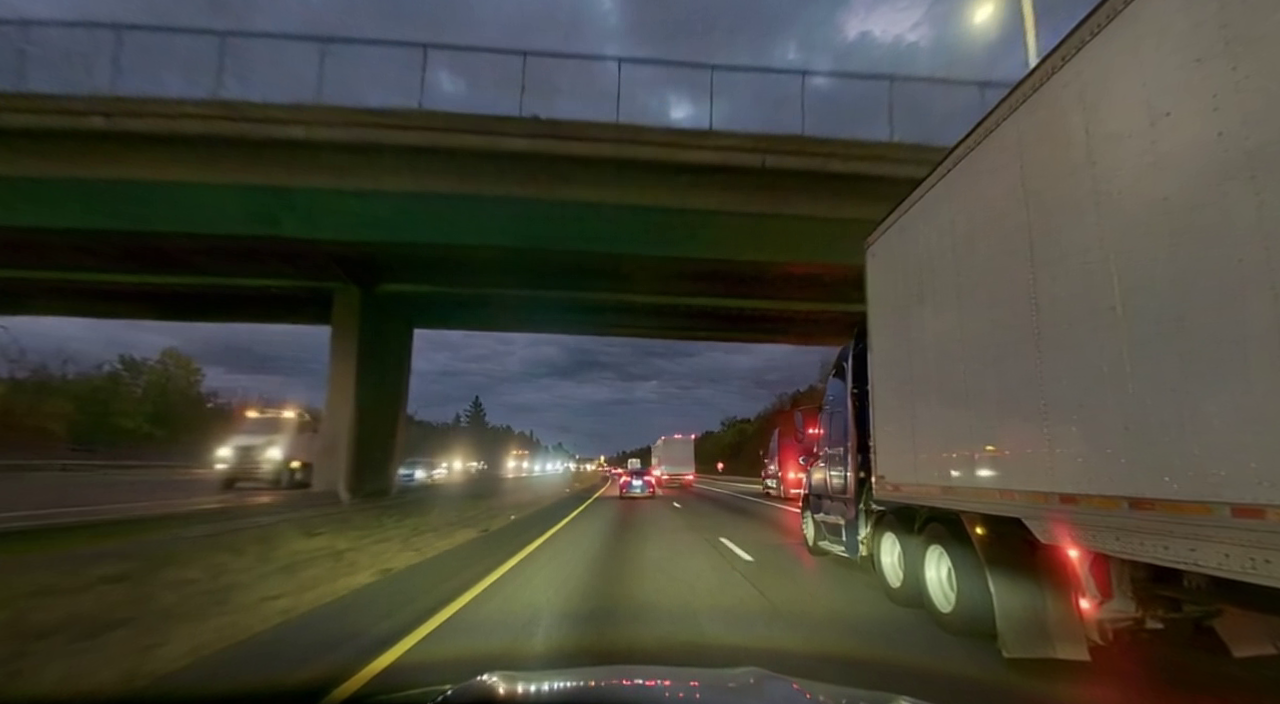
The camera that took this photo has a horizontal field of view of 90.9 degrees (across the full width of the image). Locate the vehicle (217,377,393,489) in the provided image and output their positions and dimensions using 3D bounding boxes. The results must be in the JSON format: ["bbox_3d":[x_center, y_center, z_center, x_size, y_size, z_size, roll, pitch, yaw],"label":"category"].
[{"bbox_3d":[-13.381,3.536,26.202,3.010,3.930,7.428,1,-10,0],"label":"vehicle"}]

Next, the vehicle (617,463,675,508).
[{"bbox_3d":[0.219,5.150,24.478,2.067,1.552,3.601,1,-11,0],"label":"vehicle"}]

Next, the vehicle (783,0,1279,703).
[{"bbox_3d":[3.698,-0.218,2.239,2.831,4.150,14.519,1,-11,-1],"label":"vehicle"}]

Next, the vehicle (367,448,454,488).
[{"bbox_3d":[-9.310,4.789,26.017,1.911,1.455,4.516,1,-11,0],"label":"vehicle"}]
